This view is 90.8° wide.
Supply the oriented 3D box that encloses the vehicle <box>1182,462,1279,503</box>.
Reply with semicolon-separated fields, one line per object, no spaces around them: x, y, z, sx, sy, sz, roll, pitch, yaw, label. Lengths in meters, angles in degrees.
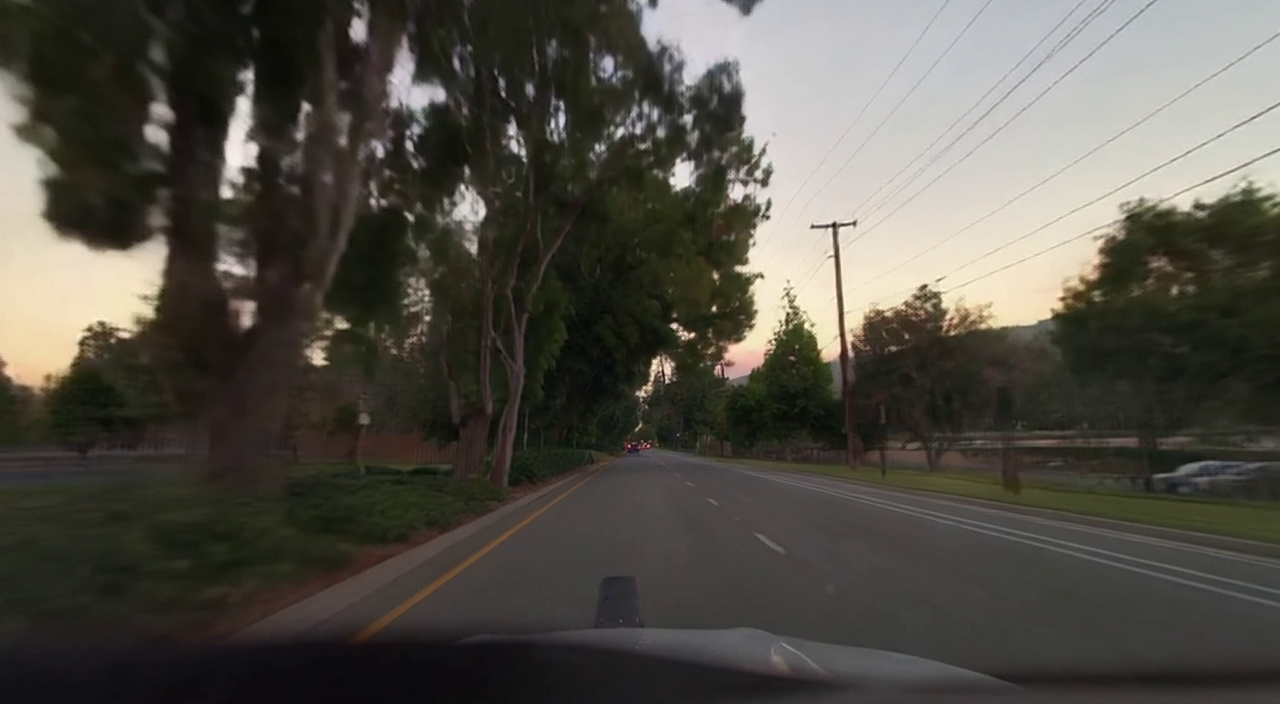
23.920;5.037;24.563;3.911;1.449;1.773;-1;-9;4;vehicle
